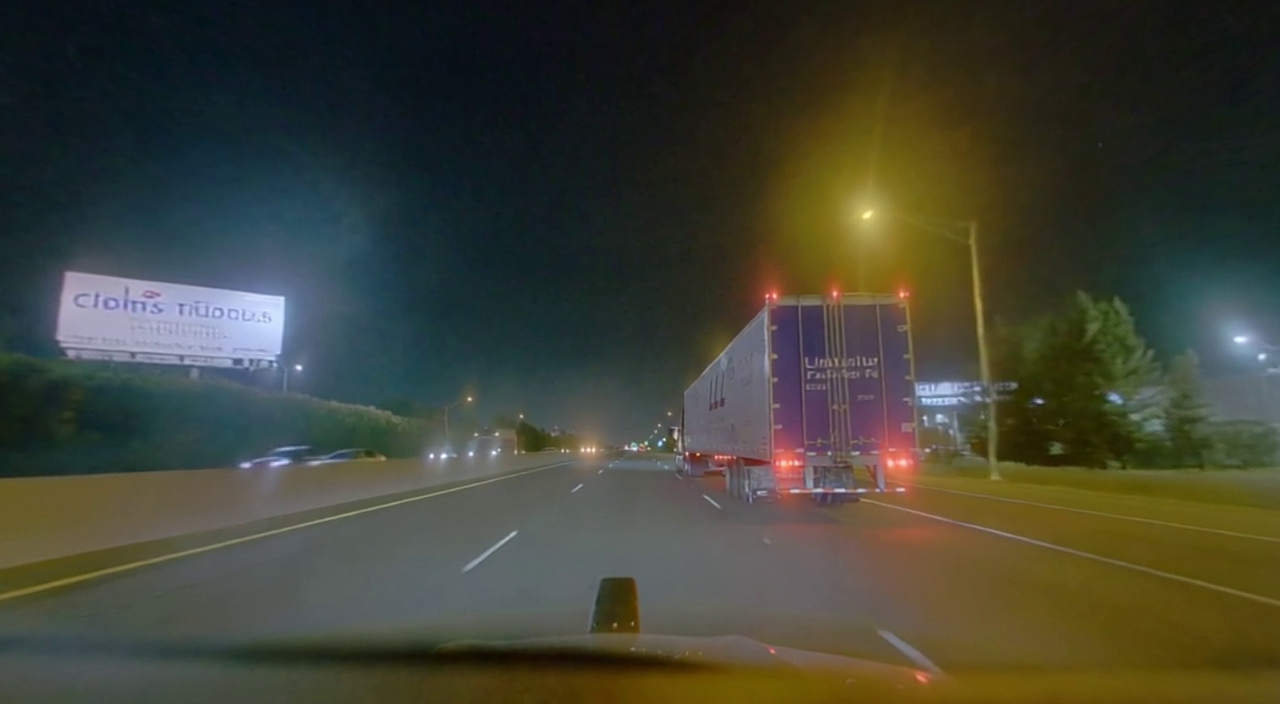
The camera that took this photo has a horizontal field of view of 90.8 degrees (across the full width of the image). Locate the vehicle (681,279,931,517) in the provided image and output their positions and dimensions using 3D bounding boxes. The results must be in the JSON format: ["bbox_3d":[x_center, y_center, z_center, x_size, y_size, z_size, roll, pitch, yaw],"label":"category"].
[{"bbox_3d":[3.576,2.073,20.154,2.891,4.387,17.121,0,-9,-2],"label":"vehicle"}]

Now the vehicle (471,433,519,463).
[{"bbox_3d":[-11.314,7.529,49.651,2.416,2.253,5.336,0,-9,1],"label":"vehicle"}]

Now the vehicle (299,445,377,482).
[{"bbox_3d":[-11.564,4.260,24.389,1.438,1.326,3.184,0,-9,0],"label":"vehicle"}]

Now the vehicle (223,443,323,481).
[{"bbox_3d":[-14.670,4.393,25.486,1.864,1.435,3.584,0,-9,-1],"label":"vehicle"}]
